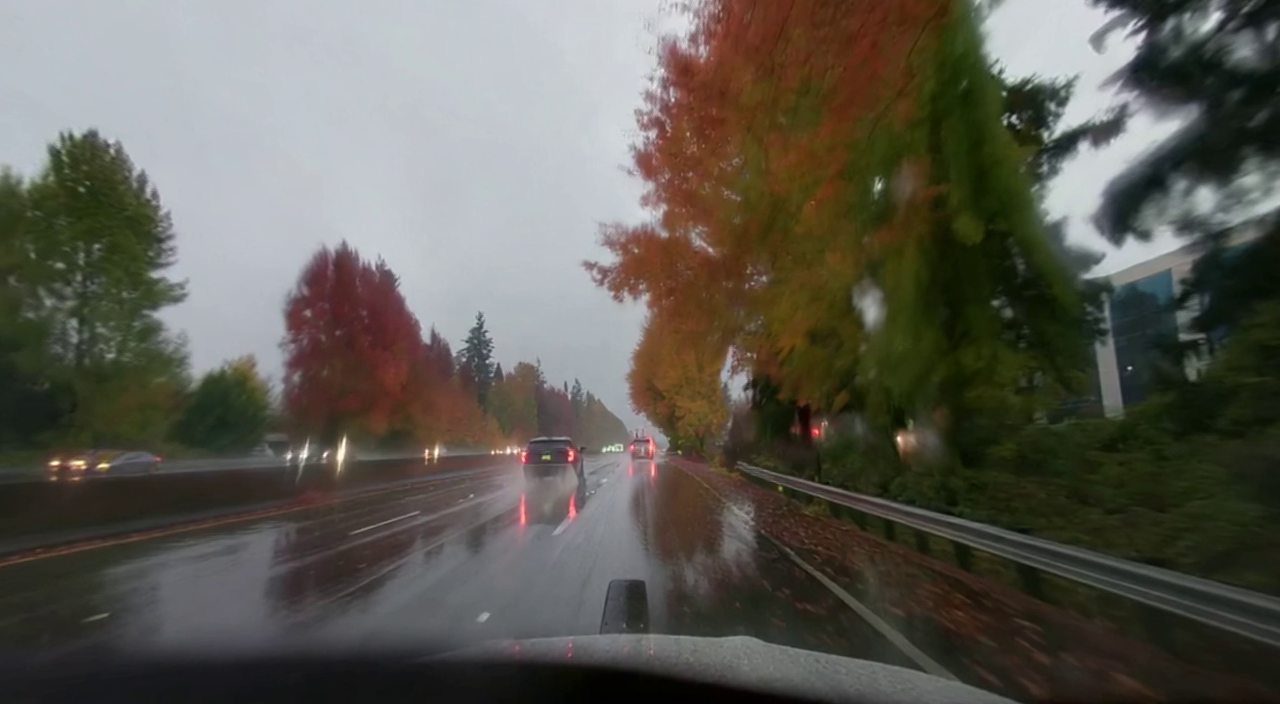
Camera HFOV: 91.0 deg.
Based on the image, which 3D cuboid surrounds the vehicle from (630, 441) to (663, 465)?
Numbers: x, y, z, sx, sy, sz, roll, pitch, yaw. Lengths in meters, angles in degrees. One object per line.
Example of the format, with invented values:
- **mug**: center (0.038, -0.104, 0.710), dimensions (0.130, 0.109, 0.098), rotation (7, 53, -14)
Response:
- **vehicle**: center (0.387, 6.579, 41.295), dimensions (2.040, 1.493, 3.682), rotation (0, -8, -1)

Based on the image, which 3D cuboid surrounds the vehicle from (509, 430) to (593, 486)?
- **vehicle**: center (-2.924, 3.609, 21.684), dimensions (2.197, 1.709, 4.069), rotation (0, -8, 1)

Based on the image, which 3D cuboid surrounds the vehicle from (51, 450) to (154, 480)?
- **vehicle**: center (-30.465, 6.388, 35.880), dimensions (1.793, 1.486, 4.631), rotation (0, -8, 0)
